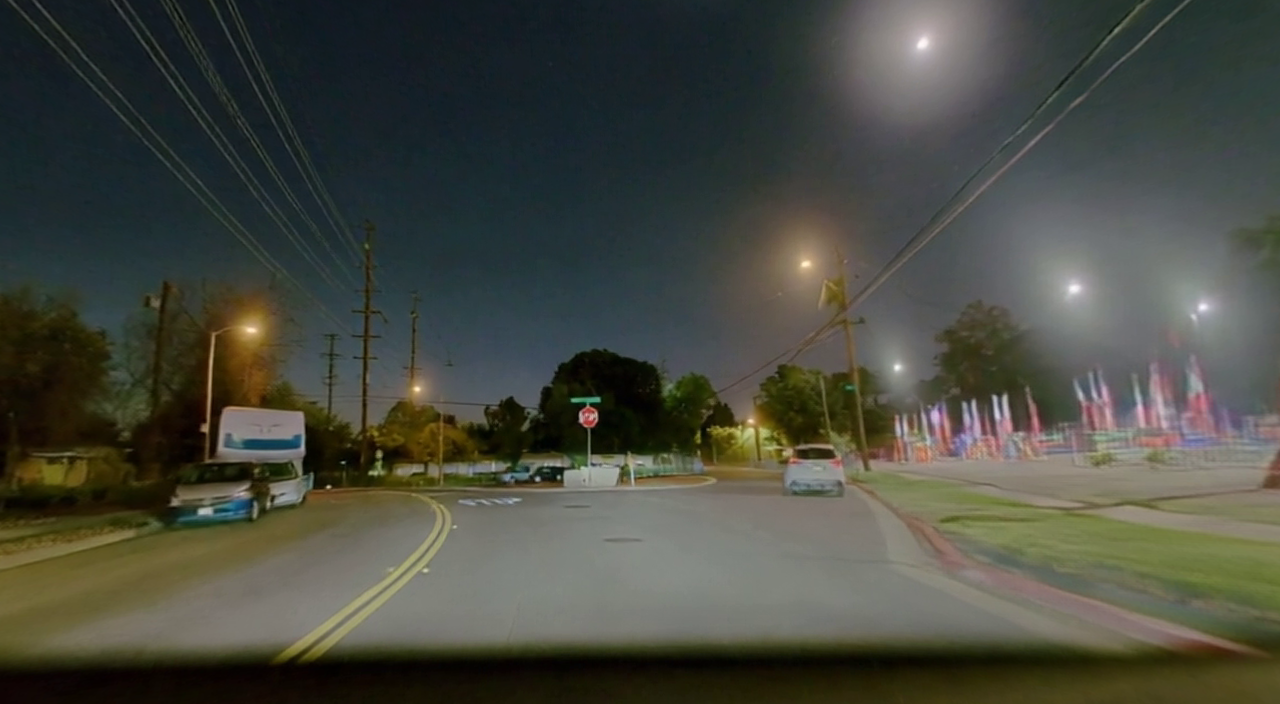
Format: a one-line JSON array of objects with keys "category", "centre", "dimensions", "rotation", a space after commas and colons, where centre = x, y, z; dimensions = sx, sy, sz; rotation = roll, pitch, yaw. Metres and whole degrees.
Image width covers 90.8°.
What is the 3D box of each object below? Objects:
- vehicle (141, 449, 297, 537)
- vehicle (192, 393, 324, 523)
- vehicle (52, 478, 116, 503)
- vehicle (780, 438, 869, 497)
[{"category": "vehicle", "centre": [-9.912, 3.241, 15.368], "dimensions": [2.103, 1.599, 4.865], "rotation": [3, -8, -22]}, {"category": "vehicle", "centre": [-14.391, 3.769, 24.008], "dimensions": [3.216, 3.720, 11.364], "rotation": [4, -8, -31]}, {"category": "vehicle", "centre": [-39.936, 9.930, 45.355], "dimensions": [3.837, 1.431, 1.754], "rotation": [-3, -7, 20]}, {"category": "vehicle", "centre": [6.858, 4.269, 24.244], "dimensions": [2.508, 1.887, 5.930], "rotation": [-1, -7, 9]}]
